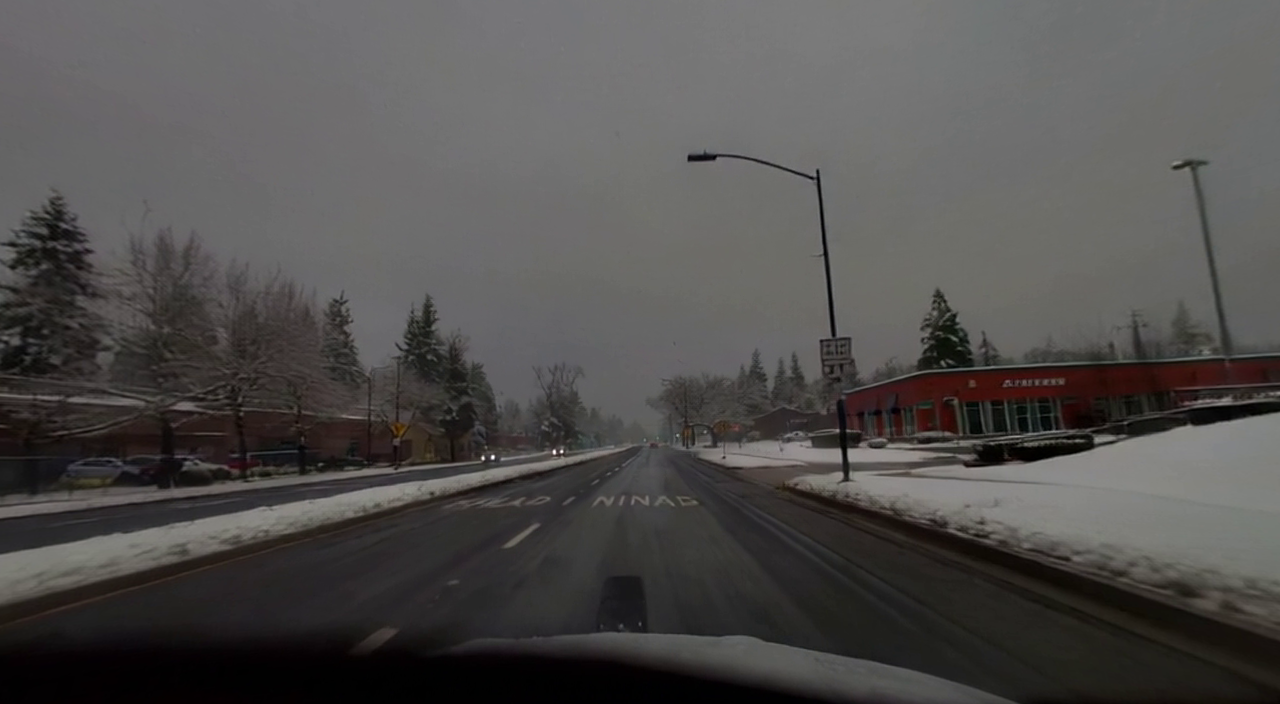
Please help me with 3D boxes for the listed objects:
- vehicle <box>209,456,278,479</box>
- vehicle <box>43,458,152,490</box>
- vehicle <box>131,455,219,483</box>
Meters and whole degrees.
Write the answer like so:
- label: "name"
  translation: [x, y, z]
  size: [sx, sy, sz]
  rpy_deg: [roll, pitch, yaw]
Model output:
- label: "vehicle"
  translation: [-27.384, 7.944, 43.370]
  size: [3.592, 1.501, 1.697]
  rpy_deg: [0, -9, 2]
- label: "vehicle"
  translation: [-27.566, 6.205, 31.988]
  size: [3.797, 1.527, 1.830]
  rpy_deg: [0, -9, 0]
- label: "vehicle"
  translation: [-28.064, 7.046, 37.977]
  size: [3.664, 1.564, 2.023]
  rpy_deg: [0, -9, 1]
